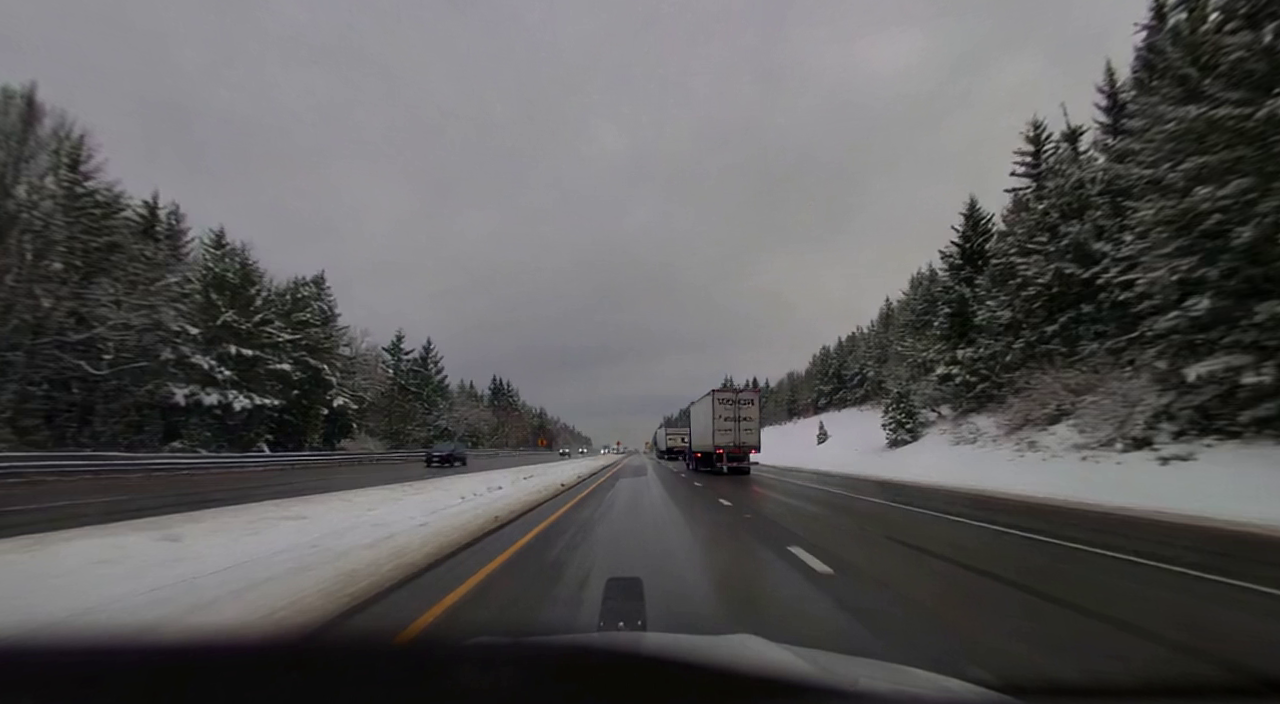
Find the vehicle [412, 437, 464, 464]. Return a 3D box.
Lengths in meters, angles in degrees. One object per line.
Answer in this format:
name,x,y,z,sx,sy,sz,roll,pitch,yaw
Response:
vehicle,-12.080,5.969,38.019,1.830,1.520,3.936,0,-9,0

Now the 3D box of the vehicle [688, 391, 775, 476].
vehicle,4.918,5.012,37.418,2.929,4.093,14.258,0,-9,0
